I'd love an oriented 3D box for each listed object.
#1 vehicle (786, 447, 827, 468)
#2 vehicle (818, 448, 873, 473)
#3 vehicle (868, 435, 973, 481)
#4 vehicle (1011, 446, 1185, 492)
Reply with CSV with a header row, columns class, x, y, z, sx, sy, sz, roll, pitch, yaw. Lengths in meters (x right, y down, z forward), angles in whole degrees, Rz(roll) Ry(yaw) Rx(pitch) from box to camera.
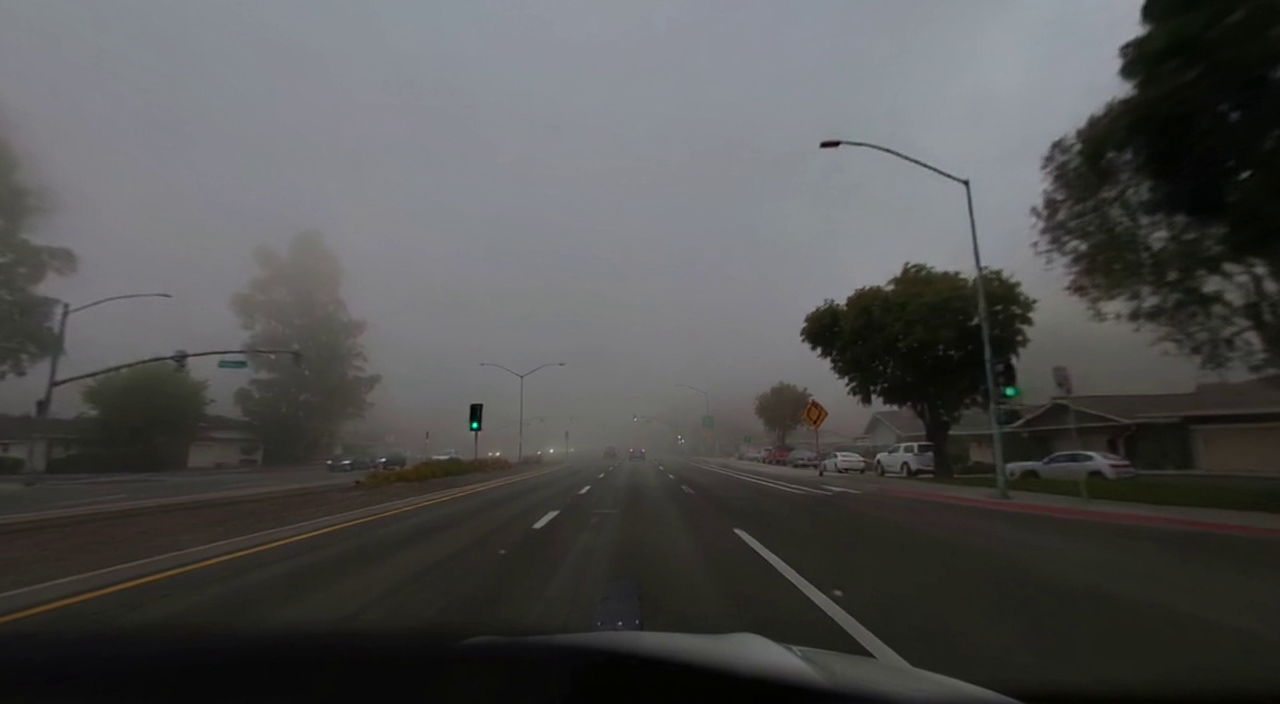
class,x,y,z,sx,sy,sz,roll,pitch,yaw
vehicle,12.386,7.900,47.275,1.836,1.448,4.624,-1,-9,1
vehicle,12.756,6.738,39.529,1.916,1.452,4.651,0,-8,0
vehicle,13.159,4.989,30.121,2.047,1.950,5.112,1,-9,-9
vehicle,15.978,4.063,22.320,1.826,1.420,4.533,5,-10,-32
